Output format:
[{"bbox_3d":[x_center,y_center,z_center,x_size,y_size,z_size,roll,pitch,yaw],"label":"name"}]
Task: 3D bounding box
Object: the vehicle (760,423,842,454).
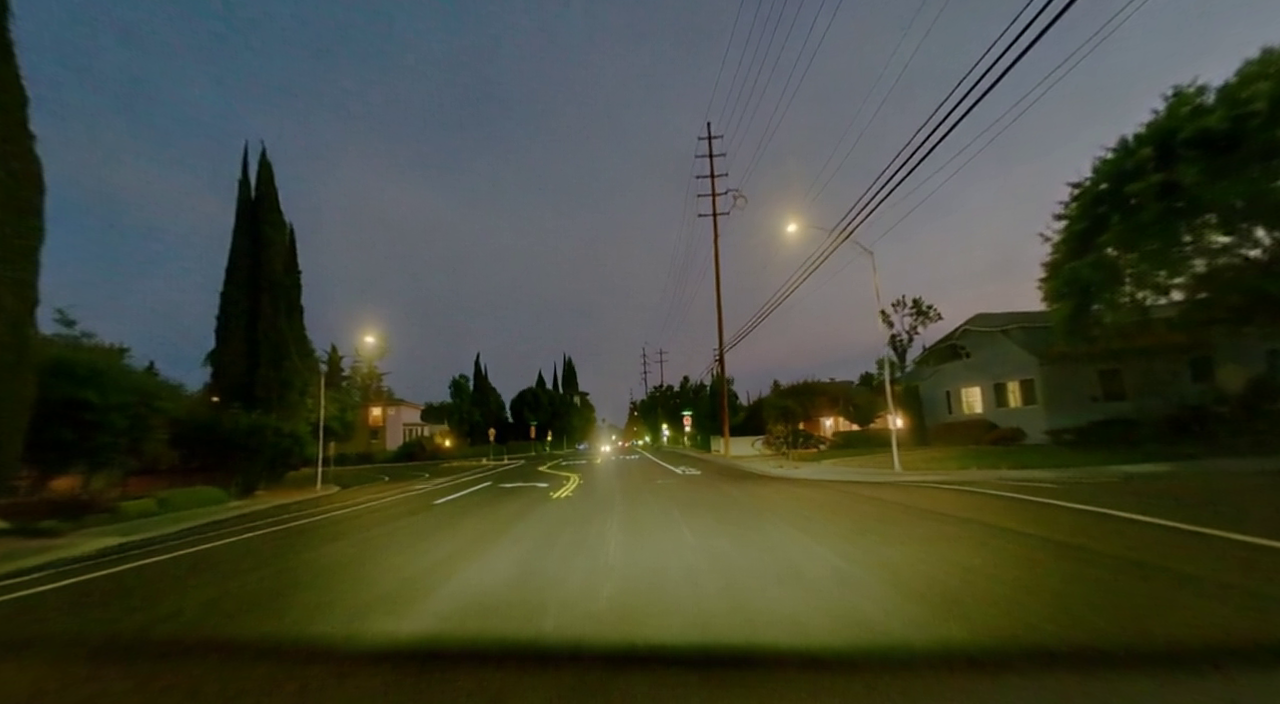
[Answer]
[{"bbox_3d":[10.026,5.439,39.659,4.544,1.807,2.204,0,-8,2],"label":"vehicle"}]
